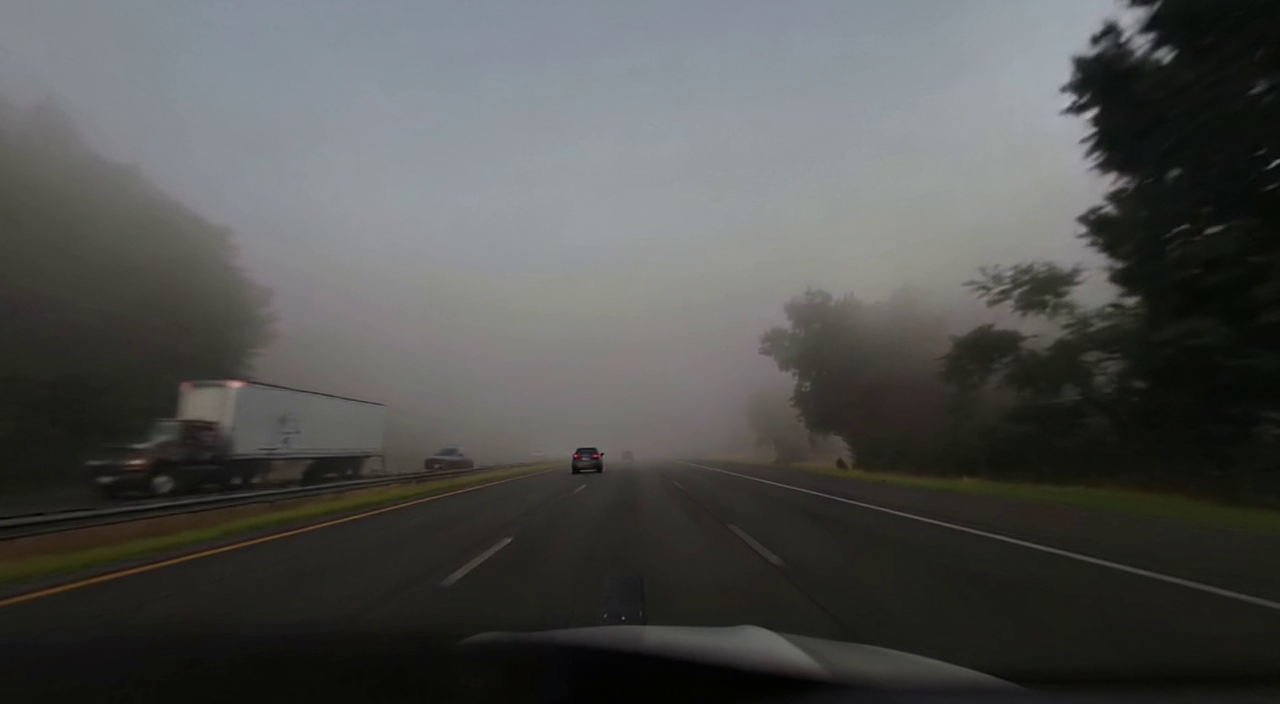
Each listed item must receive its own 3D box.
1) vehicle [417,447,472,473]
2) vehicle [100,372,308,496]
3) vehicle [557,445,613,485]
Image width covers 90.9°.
[{"bbox_3d":[-12.041,6.673,39.177,1.919,1.484,4.645,0,-9,0],"label":"vehicle"},{"bbox_3d":[-16.250,3.235,24.333,3.139,4.120,6.607,0,-9,0],"label":"vehicle"},{"bbox_3d":[-2.213,4.707,26.506,1.916,1.494,4.335,0,-9,0],"label":"vehicle"}]
